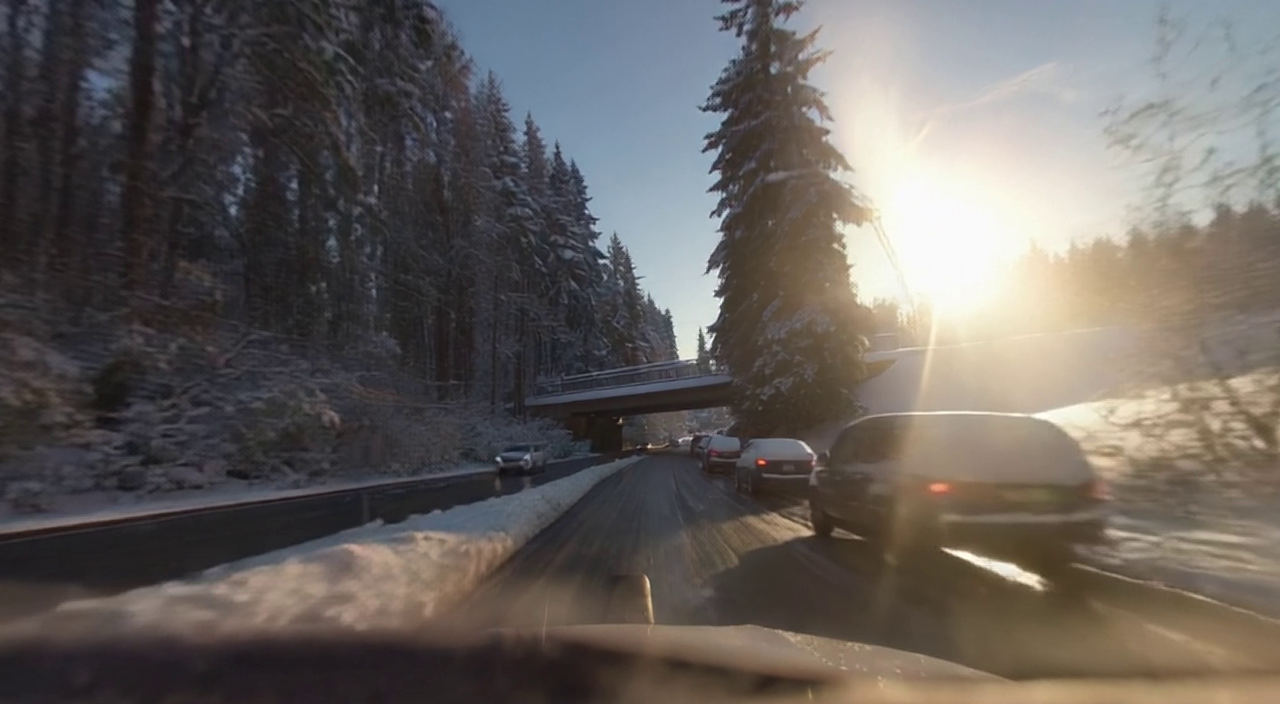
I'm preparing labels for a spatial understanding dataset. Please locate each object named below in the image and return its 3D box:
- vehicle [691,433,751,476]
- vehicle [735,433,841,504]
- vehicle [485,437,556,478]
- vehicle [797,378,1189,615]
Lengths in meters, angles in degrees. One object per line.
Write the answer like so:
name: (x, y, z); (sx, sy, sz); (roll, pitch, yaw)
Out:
vehicle: (3.874, 5.033, 31.088); (2.273, 1.944, 4.866); (0, -9, 0)
vehicle: (3.892, 3.143, 17.419); (1.938, 1.710, 4.249); (0, -9, 1)
vehicle: (-5.915, 5.290, 31.789); (2.089, 1.860, 4.704); (-2, -9, 8)
vehicle: (3.396, 1.493, 7.382); (1.985, 1.895, 4.496); (0, -9, 1)
